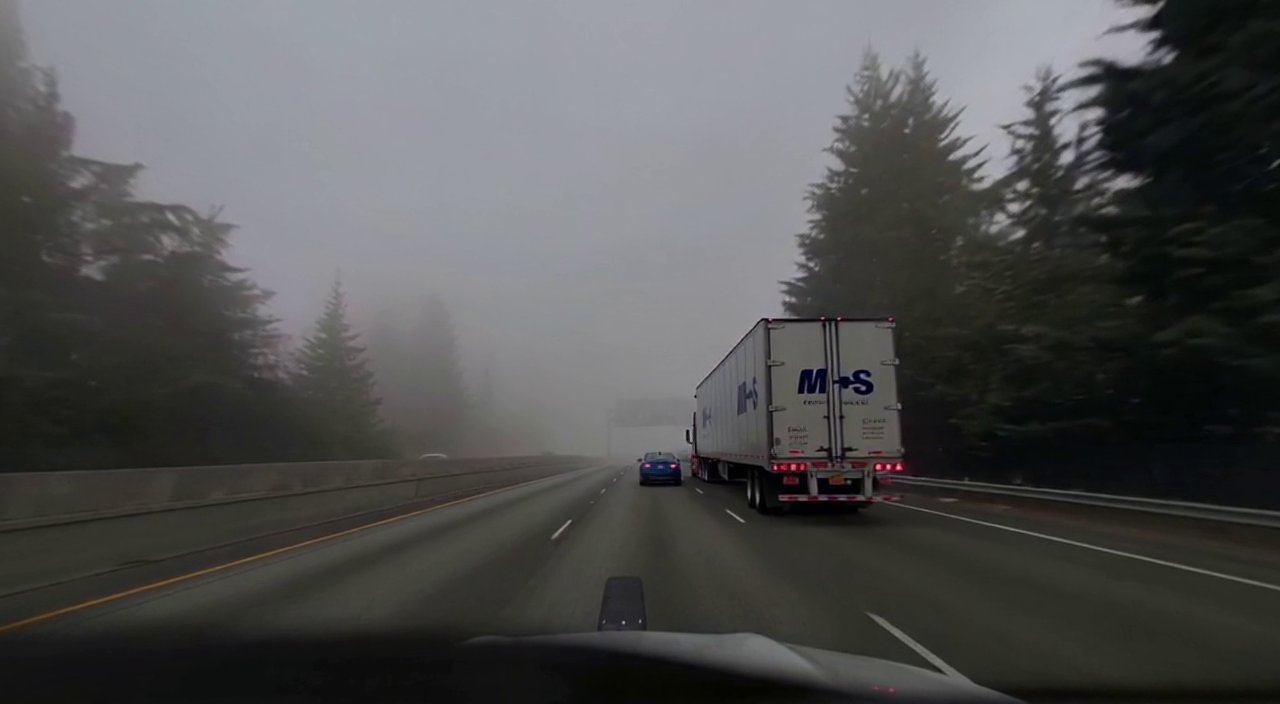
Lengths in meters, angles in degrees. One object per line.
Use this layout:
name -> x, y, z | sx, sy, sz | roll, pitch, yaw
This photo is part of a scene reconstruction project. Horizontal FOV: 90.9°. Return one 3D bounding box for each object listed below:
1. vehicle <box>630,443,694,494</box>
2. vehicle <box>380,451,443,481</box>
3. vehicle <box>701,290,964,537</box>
vehicle -> 0.706, 4.155, 22.773 | 2.121, 1.642, 3.828 | 0, -9, 0
vehicle -> -13.070, 6.530, 36.289 | 1.941, 1.602, 4.247 | 0, -9, 2
vehicle -> 3.822, 2.040, 17.533 | 3.002, 4.104, 14.174 | 0, -9, 1
